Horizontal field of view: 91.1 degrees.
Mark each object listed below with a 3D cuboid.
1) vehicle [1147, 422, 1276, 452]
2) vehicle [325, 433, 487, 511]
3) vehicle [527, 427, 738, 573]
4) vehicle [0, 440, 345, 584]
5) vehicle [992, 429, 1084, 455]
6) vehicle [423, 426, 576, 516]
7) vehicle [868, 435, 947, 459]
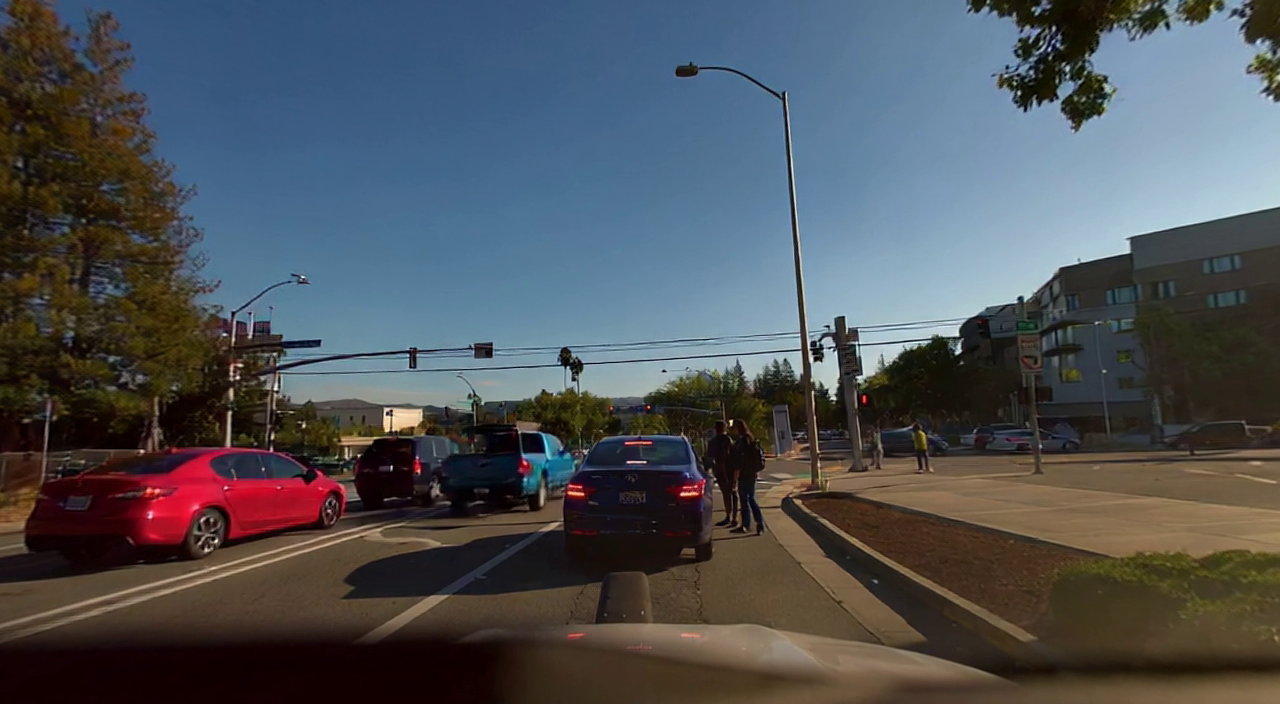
[{"bbox_3d":[30.536,4.602,33.784,4.739,1.472,1.804,-5,-10,30],"label":"vehicle"},{"bbox_3d":[-6.153,3.214,17.423,2.230,1.811,5.183,-1,-9,3],"label":"vehicle"},{"bbox_3d":[-0.051,1.857,8.670,2.182,1.501,4.150,0,-9,1],"label":"vehicle"},{"bbox_3d":[-6.331,2.063,9.004,1.948,1.530,4.283,0,-9,3],"label":"vehicle"},{"bbox_3d":[23.821,5.436,37.737,4.454,1.440,1.816,-5,-10,30],"label":"vehicle"},{"bbox_3d":[-3.108,2.796,15.358,2.273,1.788,5.258,-1,-9,3],"label":"vehicle"},{"bbox_3d":[17.509,6.215,41.123,4.441,1.452,1.798,-5,-10,30],"label":"vehicle"}]
